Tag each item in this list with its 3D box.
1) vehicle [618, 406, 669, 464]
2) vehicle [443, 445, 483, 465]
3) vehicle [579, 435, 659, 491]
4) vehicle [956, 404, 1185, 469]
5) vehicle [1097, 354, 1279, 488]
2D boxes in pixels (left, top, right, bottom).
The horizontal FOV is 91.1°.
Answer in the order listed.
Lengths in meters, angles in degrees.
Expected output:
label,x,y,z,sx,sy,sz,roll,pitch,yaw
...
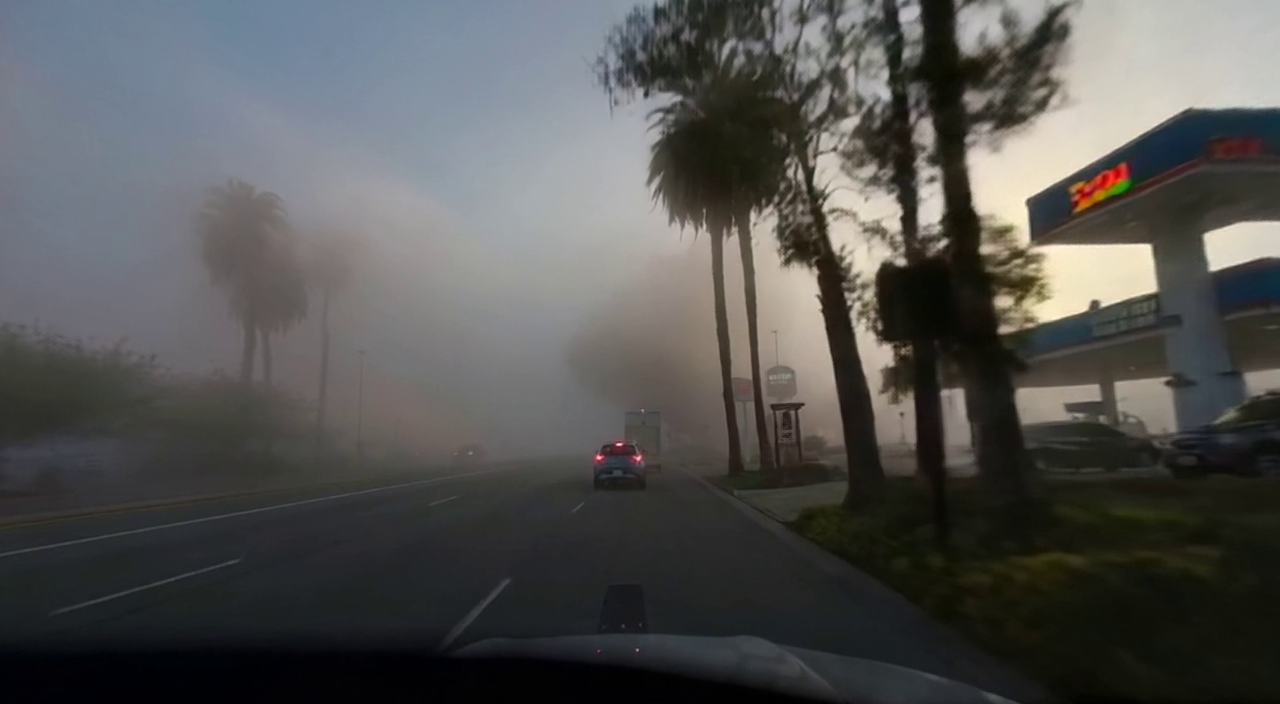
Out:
label,x,y,z,sx,sy,sz,roll,pitch,yaw
vehicle,0.228,5.632,42.161,3.100,3.468,8.108,0,-9,0
vehicle,-13.733,8.013,49.056,1.923,1.490,4.372,0,-9,-1
vehicle,-0.506,3.320,19.073,2.145,1.483,4.453,0,-9,2
vehicle,12.181,2.442,18.023,5.061,1.721,2.162,1,-9,-4
vehicle,12.283,1.320,11.587,5.968,2.162,2.319,1,-9,-5
